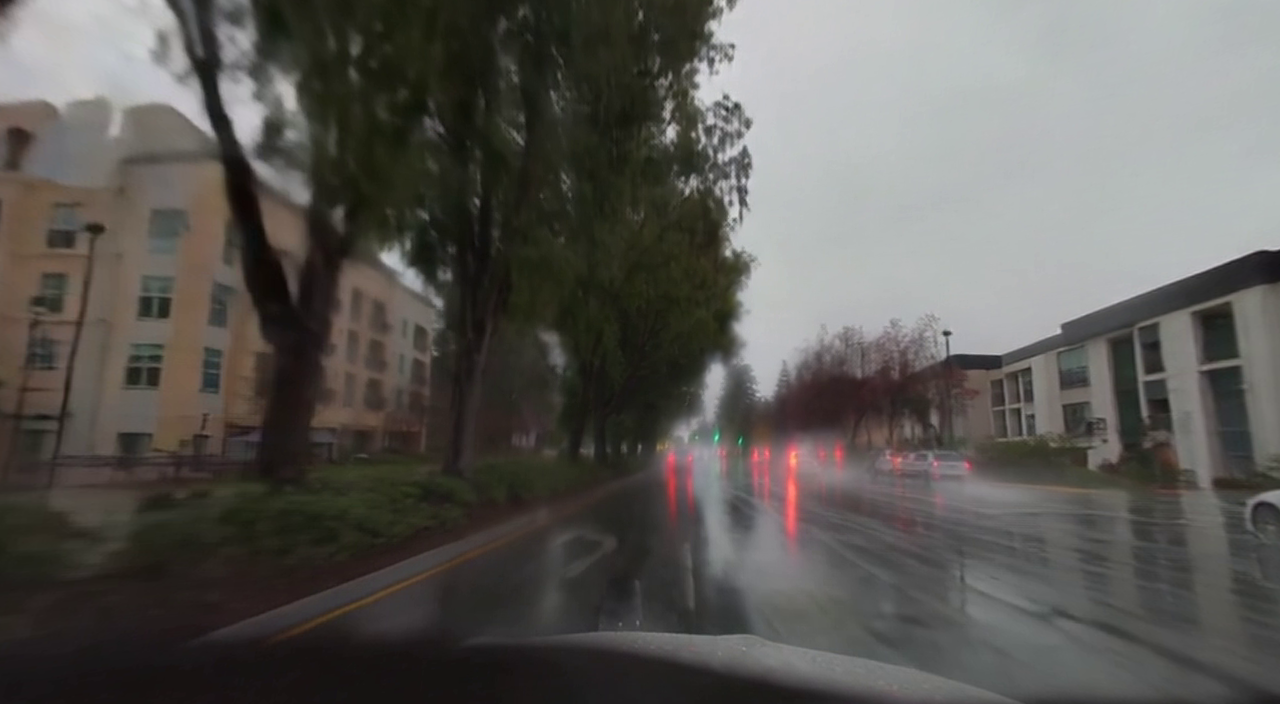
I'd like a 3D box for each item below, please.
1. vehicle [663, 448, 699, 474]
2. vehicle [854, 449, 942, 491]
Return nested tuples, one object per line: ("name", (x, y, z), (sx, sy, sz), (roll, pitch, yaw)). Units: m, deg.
("vehicle", (2.492, 6.586, 38.503), (2.077, 1.477, 3.897), (-1, -9, 3))
("vehicle", (10.050, 4.601, 24.960), (2.020, 1.472, 3.958), (-1, -9, 4))
